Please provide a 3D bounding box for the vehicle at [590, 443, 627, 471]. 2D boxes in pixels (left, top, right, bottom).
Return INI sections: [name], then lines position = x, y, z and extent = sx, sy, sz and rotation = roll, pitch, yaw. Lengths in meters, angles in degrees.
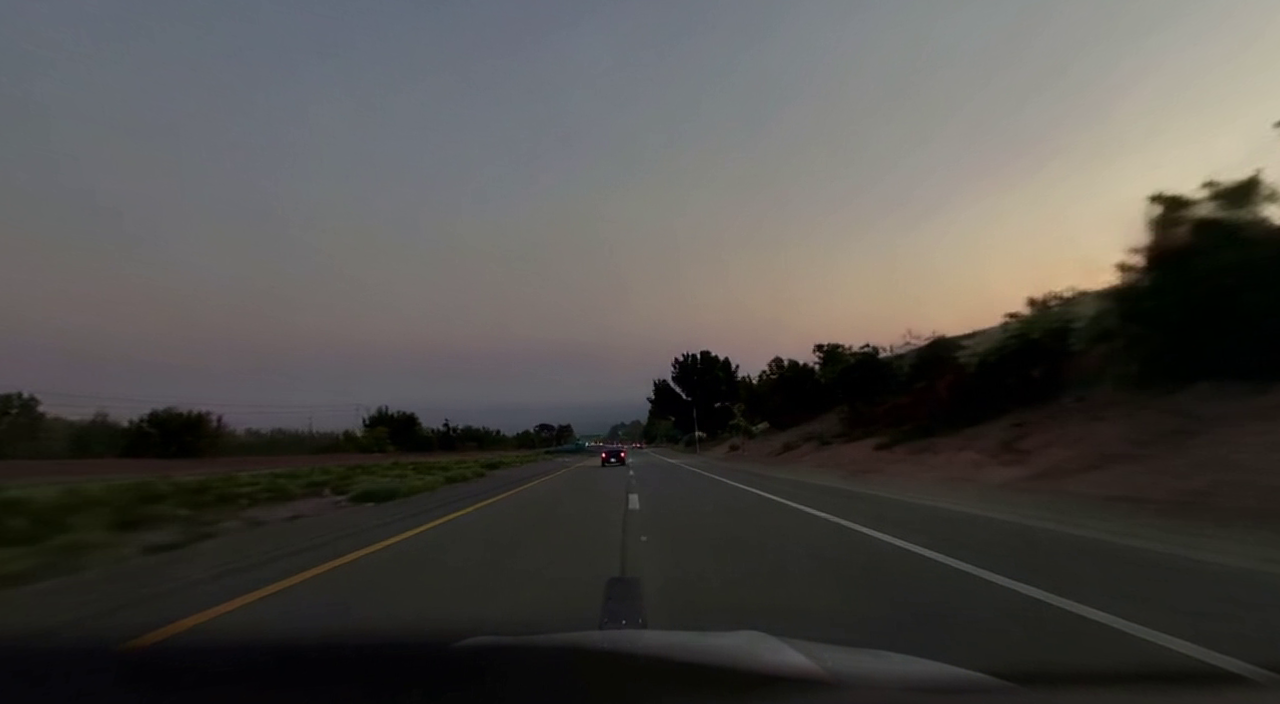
[vehicle]
position = -1.738, 5.963, 36.049
extent = 1.991, 1.475, 4.302
rotation = 0, -8, -1
